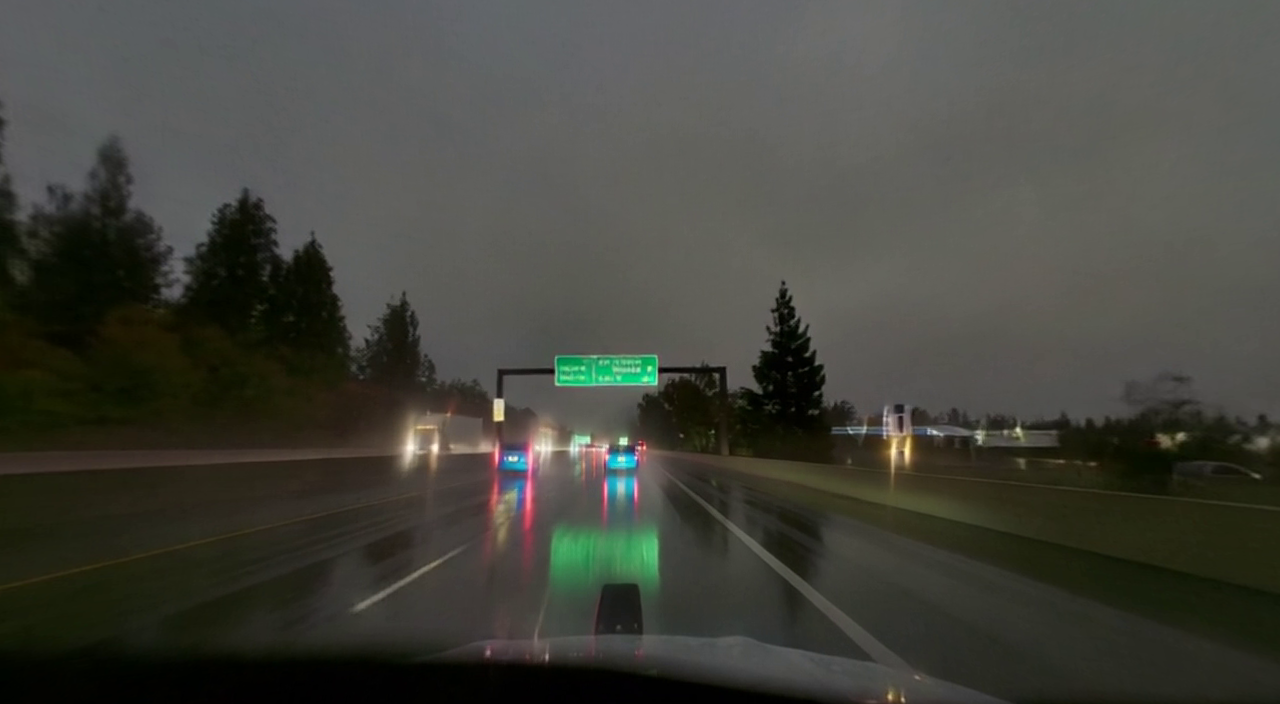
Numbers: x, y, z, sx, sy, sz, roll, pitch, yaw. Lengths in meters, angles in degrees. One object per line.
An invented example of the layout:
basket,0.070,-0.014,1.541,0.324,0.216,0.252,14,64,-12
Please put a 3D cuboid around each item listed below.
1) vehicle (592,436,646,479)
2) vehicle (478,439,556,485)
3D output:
vehicle,-0.915,4.666,27.939,2.220,1.711,4.056,0,-9,-1
vehicle,-4.718,4.301,24.811,2.103,1.588,4.709,-1,-9,0
